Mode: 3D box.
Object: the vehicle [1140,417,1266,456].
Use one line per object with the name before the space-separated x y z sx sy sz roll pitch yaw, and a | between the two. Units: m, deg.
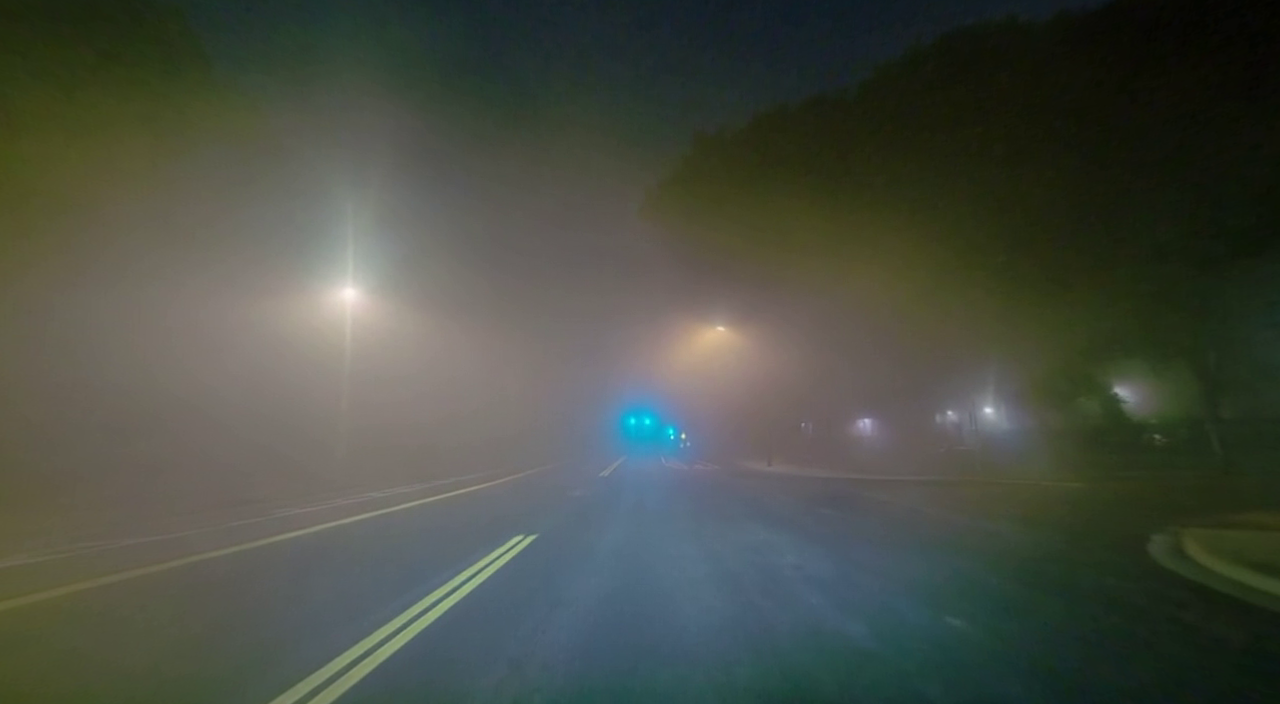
vehicle | 28.617 4.378 32.295 2.041 1.826 4.925 0 -8 3
